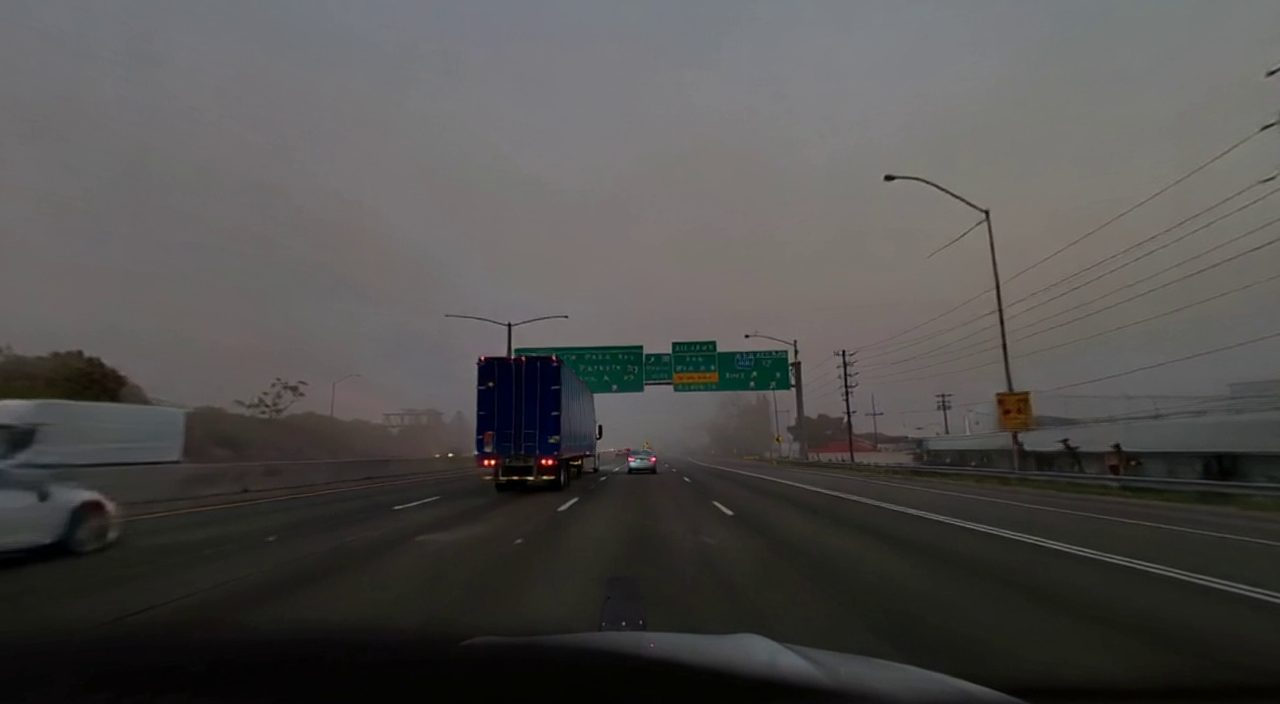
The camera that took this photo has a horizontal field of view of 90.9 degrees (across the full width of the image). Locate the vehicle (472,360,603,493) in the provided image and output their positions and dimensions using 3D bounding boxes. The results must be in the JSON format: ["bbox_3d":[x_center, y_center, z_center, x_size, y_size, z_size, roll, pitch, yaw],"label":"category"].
[{"bbox_3d":[-3.790,3.579,28.644,2.888,4.308,16.259,0,-8,1],"label":"vehicle"}]

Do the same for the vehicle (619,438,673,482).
[{"bbox_3d":[0.258,4.899,29.010,2.279,1.837,4.747,0,-8,0],"label":"vehicle"}]
